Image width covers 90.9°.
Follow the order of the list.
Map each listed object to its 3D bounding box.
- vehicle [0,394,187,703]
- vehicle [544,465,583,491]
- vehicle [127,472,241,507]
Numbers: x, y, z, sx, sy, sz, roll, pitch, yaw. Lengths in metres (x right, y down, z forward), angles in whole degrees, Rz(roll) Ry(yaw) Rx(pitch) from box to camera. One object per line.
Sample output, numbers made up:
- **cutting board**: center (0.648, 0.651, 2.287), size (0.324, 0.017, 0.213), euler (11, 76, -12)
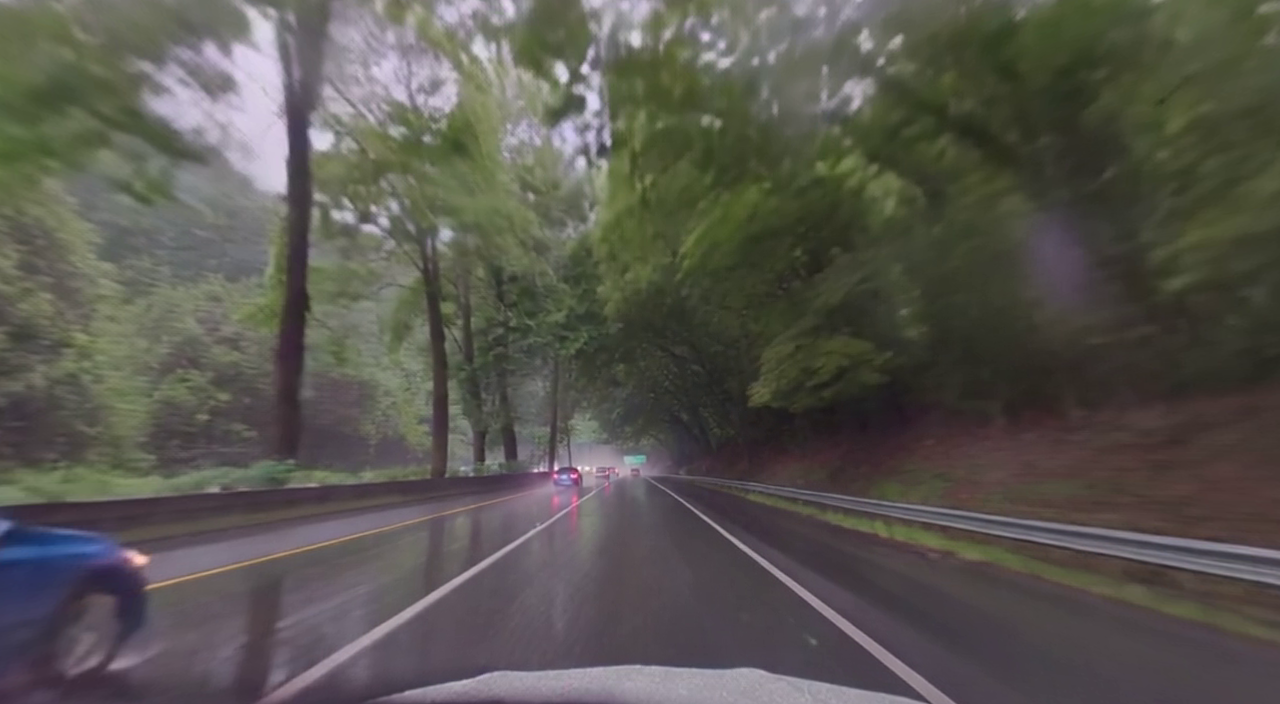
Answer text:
- **vehicle**: center (-4.058, 0.780, 1.685), size (2.117, 1.635, 4.750), euler (1, -10, 0)
- **vehicle**: center (-4.754, 7.920, 39.692), size (1.995, 1.467, 4.467), euler (1, -10, -1)
- **vehicle**: center (-20.589, 6.212, 28.743), size (1.754, 1.417, 4.619), euler (1, -11, 0)
